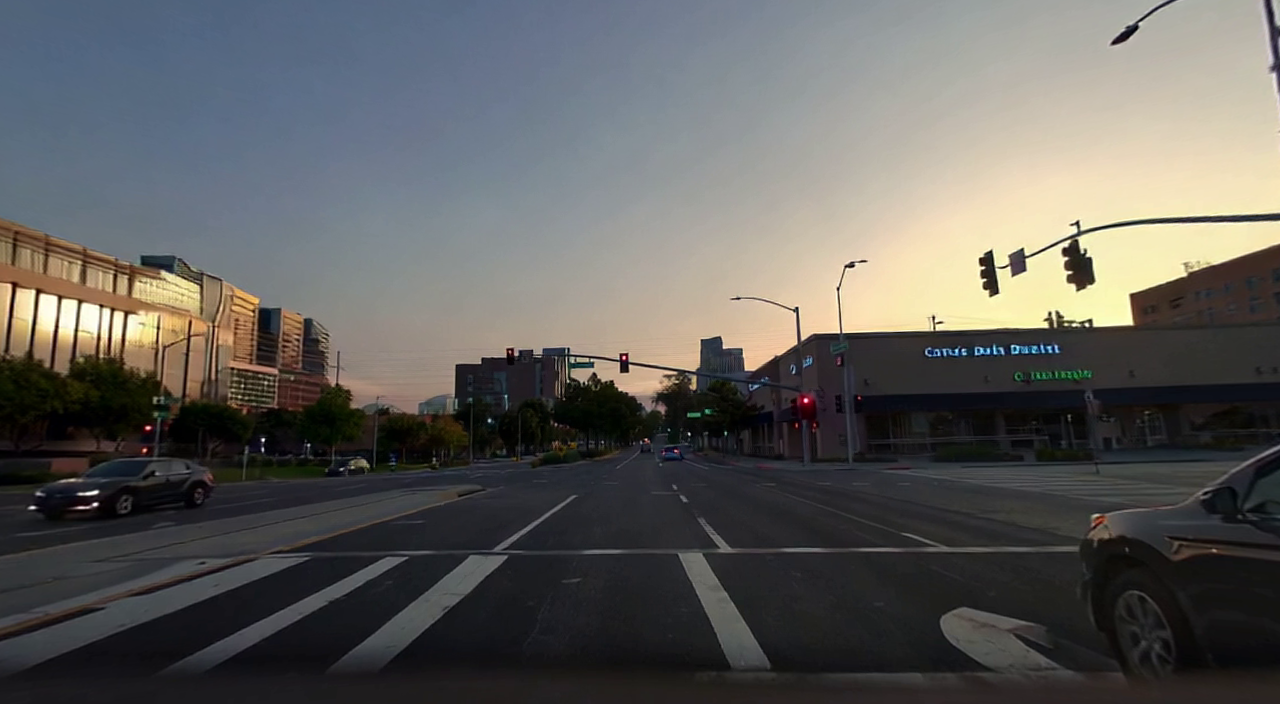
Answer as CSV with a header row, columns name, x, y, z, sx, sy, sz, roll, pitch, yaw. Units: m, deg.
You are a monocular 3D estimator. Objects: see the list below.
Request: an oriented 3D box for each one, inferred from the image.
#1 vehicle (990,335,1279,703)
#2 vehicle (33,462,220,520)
name,x,y,z,sx,sy,sz,roll,pitch,yaw
vehicle,3.386,0.725,1.920,1.973,1.697,4.377,0,-8,-2
vehicle,-15.501,4.170,19.478,1.903,1.431,4.545,0,-8,1
